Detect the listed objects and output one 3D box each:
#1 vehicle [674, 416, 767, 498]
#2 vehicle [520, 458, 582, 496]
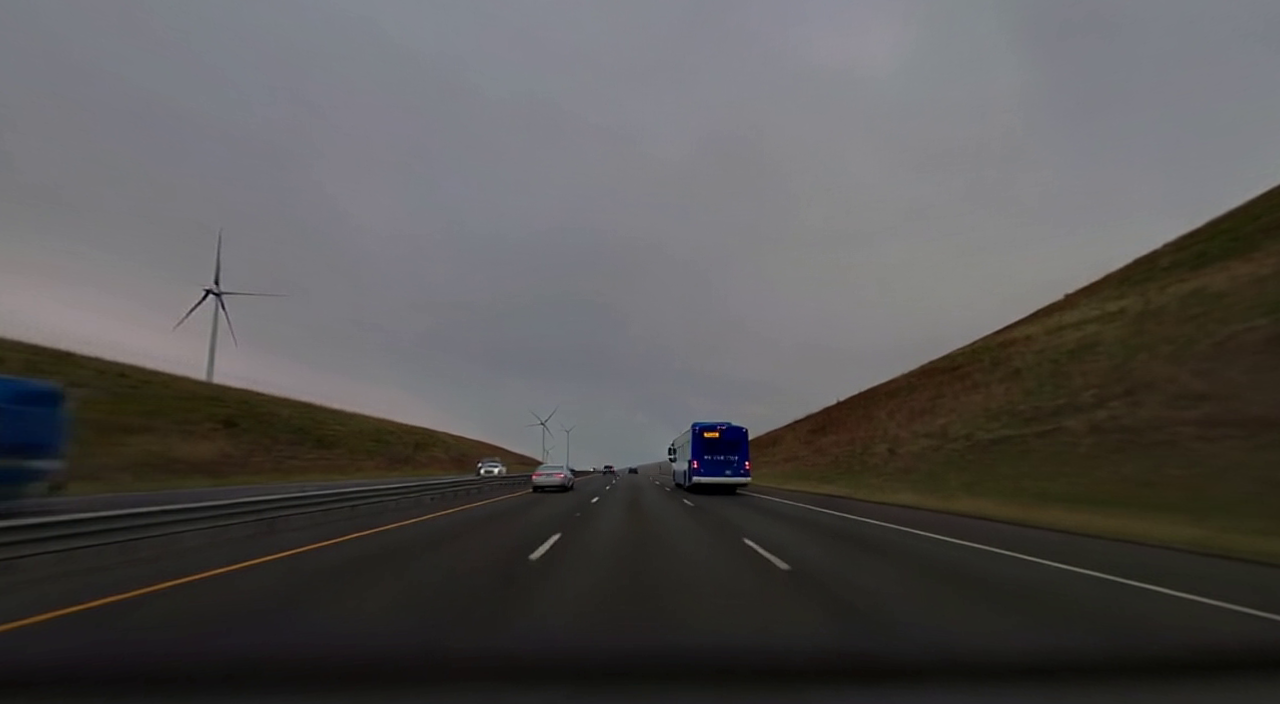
[{"bbox_3d":[3.985,5.985,35.413,2.941,3.574,14.463,1,-10,-1],"label":"vehicle"},{"bbox_3d":[-3.963,5.677,28.756,2.213,1.568,4.274,1,-10,0],"label":"vehicle"}]
